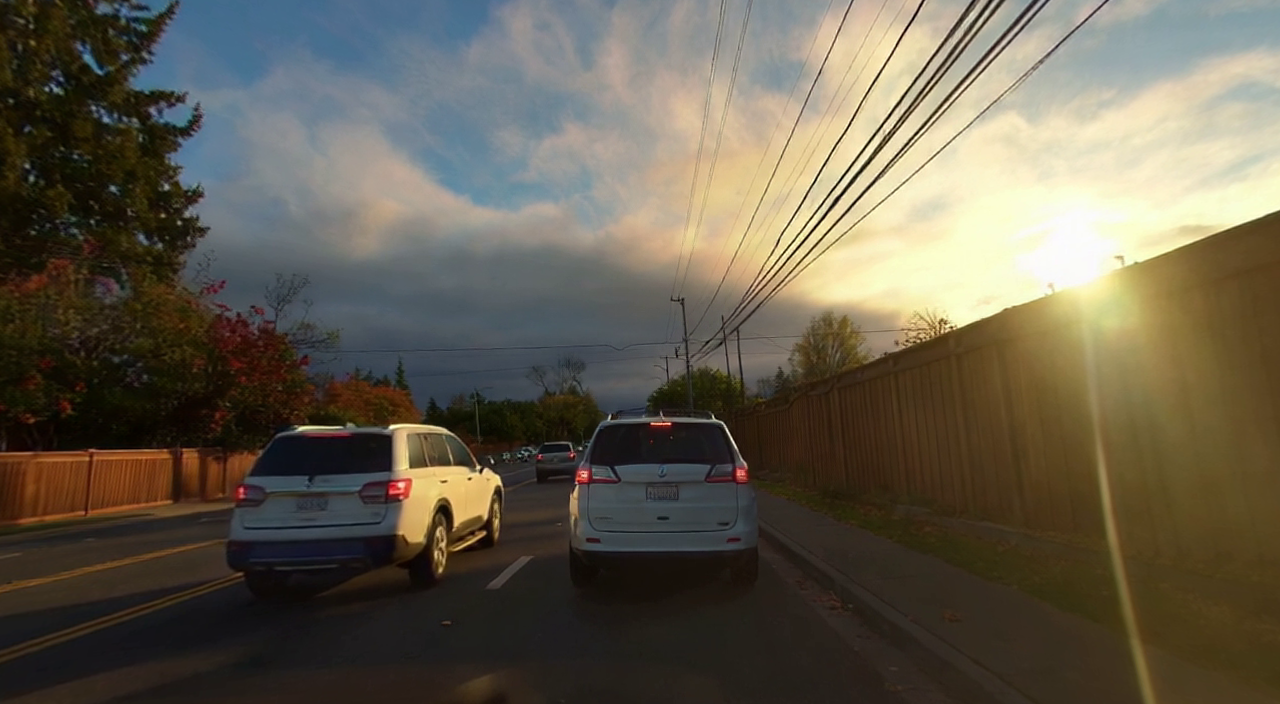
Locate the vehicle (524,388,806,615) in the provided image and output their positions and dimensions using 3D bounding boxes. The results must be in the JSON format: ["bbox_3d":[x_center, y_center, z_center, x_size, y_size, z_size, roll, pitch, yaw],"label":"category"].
[{"bbox_3d":[0.187,1.464,7.025,2.174,1.749,4.113,0,-9,0],"label":"vehicle"}]

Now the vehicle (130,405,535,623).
[{"bbox_3d":[-2.758,1.592,7.232,2.176,1.653,4.666,0,-9,2],"label":"vehicle"}]
